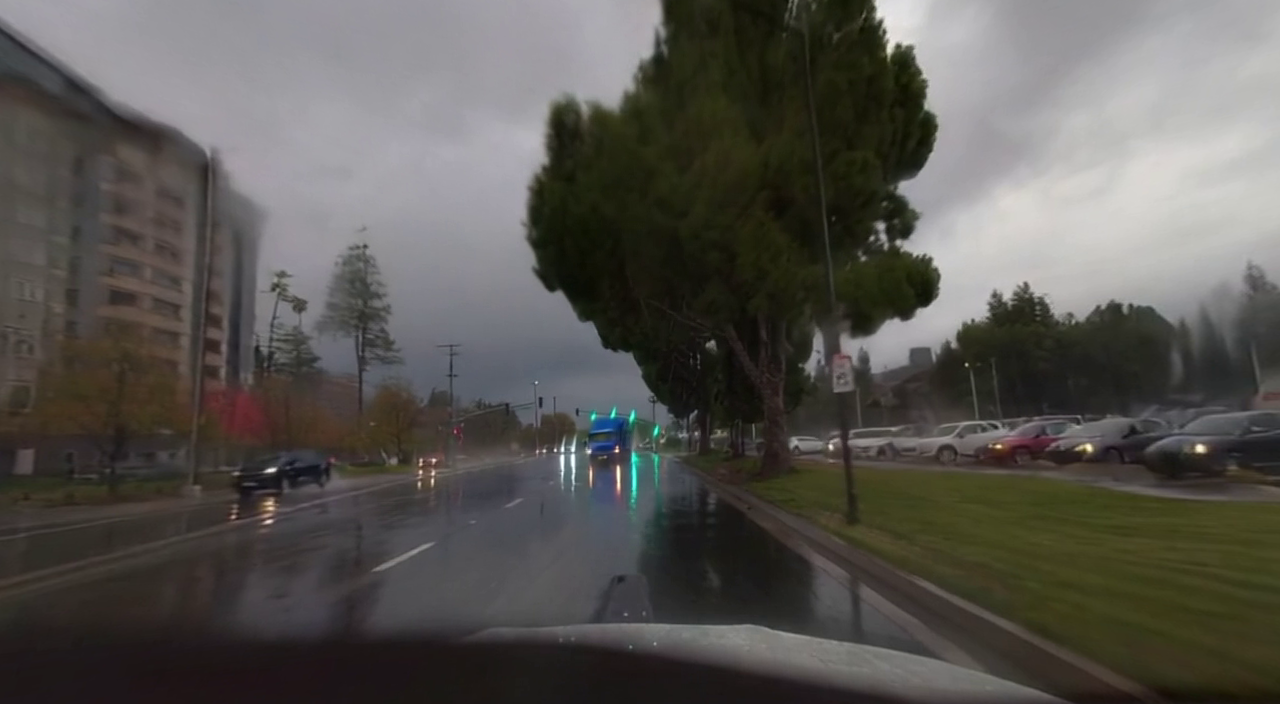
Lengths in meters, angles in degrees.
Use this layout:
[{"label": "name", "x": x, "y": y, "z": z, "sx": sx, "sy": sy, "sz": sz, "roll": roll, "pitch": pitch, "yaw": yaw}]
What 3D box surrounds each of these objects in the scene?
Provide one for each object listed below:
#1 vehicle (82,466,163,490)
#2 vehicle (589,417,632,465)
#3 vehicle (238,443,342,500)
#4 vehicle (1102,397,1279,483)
[{"label": "vehicle", "x": -39.379, "y": 9.603, "z": 48.030, "sx": 4.477, "sy": 1.658, "sz": 1.861, "roll": 0, "pitch": -9, "yaw": -1}, {"label": "vehicle", "x": -2.332, "y": 6.885, "z": 48.444, "sx": 2.904, "sy": 3.201, "sz": 11.269, "roll": 0, "pitch": -9, "yaw": -3}, {"label": "vehicle", "x": -16.406, "y": 5.555, "z": 29.885, "sx": 2.380, "sy": 2.179, "sz": 5.187, "roll": -5, "pitch": -8, "yaw": -5}, {"label": "vehicle", "x": 13.680, "y": 2.056, "z": 14.833, "sx": 4.244, "sy": 1.848, "sz": 1.890, "roll": 1, "pitch": -7, "yaw": -7}]
